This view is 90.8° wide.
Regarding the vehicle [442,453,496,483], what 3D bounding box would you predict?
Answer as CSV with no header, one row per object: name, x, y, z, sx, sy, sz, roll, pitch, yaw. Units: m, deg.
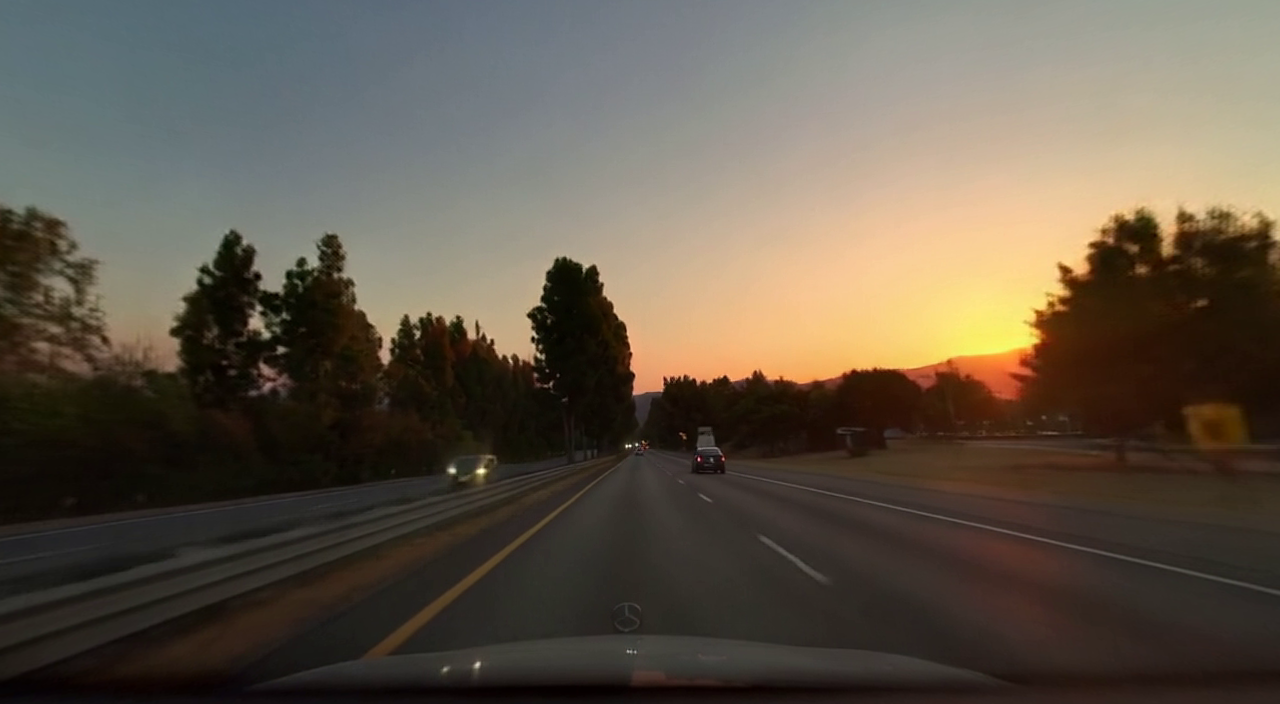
vehicle,-9.894,6.693,36.774,1.887,1.603,4.509,0,-9,0

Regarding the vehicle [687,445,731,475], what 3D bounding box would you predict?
vehicle,3.909,6.241,36.612,2.013,1.584,3.995,0,-9,-1
